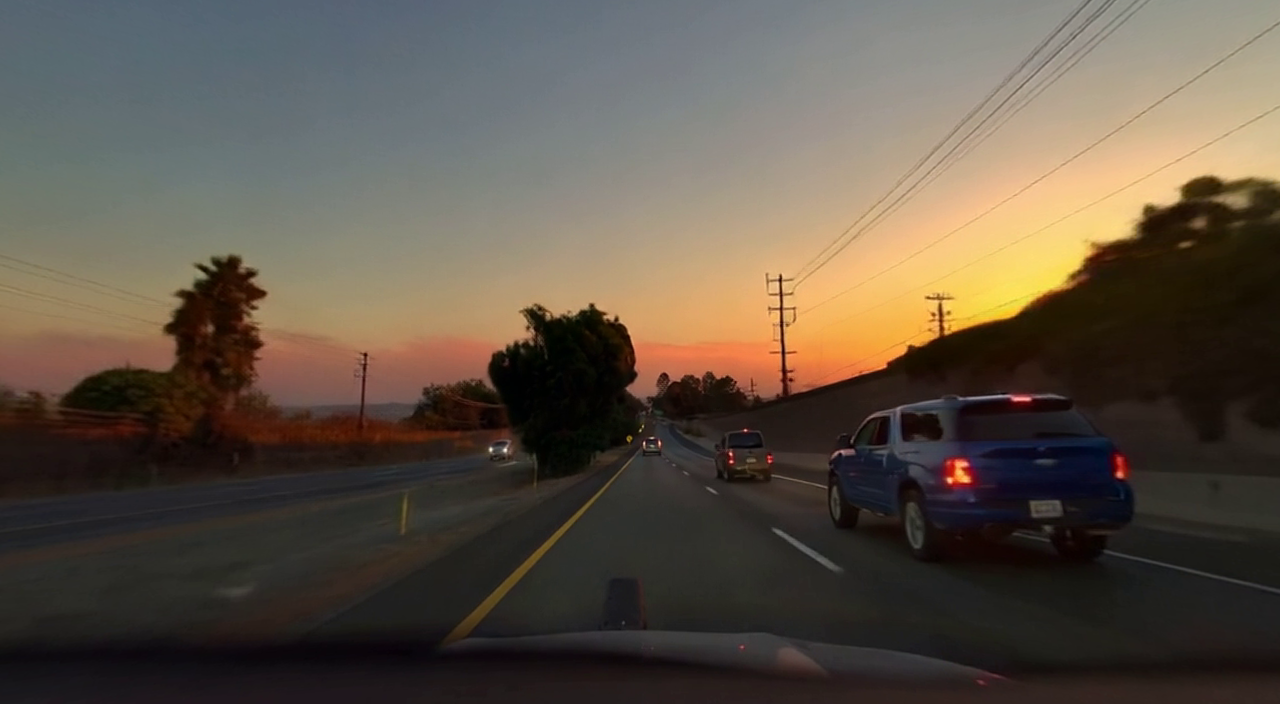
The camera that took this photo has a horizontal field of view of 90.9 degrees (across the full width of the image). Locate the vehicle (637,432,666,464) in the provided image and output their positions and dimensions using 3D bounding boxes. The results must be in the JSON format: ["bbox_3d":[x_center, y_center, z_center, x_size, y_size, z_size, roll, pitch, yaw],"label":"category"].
[{"bbox_3d":[0.827,7.382,48.633,2.099,2.260,4.899,0,-8,0],"label":"vehicle"}]

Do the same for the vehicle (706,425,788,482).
[{"bbox_3d":[4.390,4.318,27.024,2.594,2.155,5.670,-1,-8,1],"label":"vehicle"}]

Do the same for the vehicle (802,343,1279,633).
[{"bbox_3d":[3.600,1.337,7.126,2.145,2.069,5.057,0,-8,0],"label":"vehicle"}]
